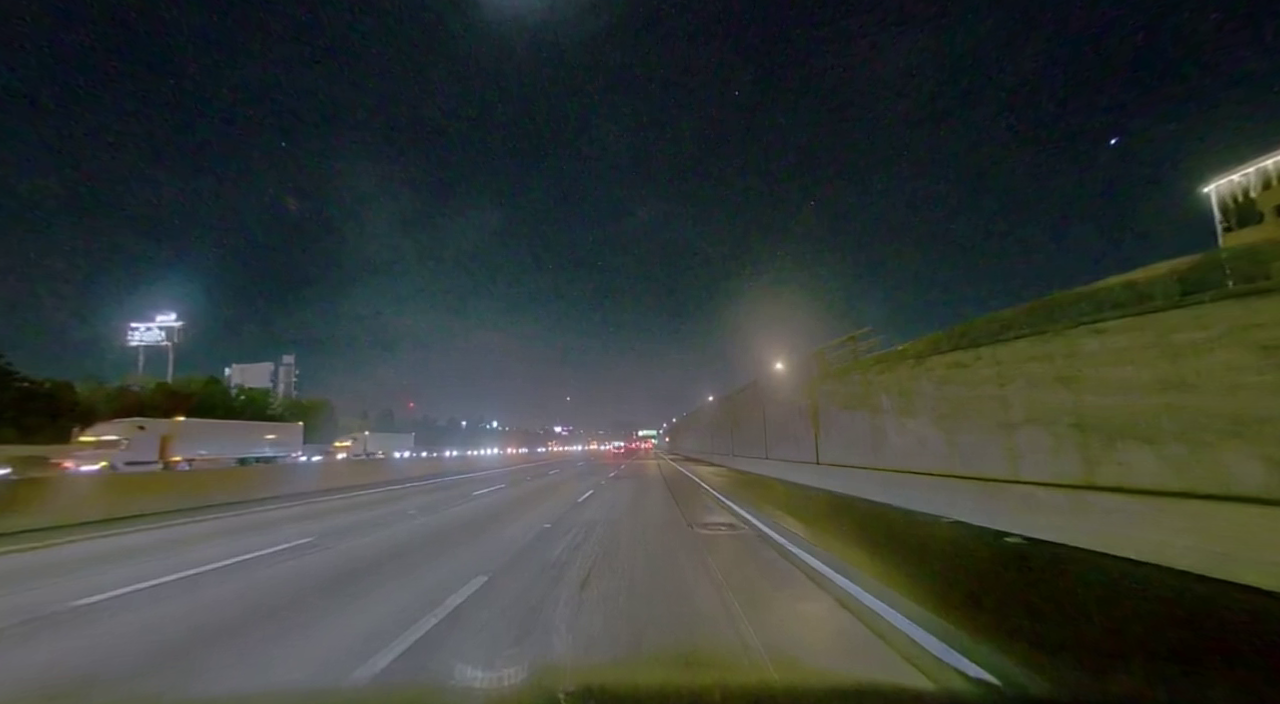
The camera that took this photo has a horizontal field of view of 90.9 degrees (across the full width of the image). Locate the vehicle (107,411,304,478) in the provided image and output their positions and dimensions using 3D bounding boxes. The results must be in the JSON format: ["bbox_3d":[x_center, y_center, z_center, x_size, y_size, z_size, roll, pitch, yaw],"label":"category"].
[{"bbox_3d":[-31.807,7.035,48.106,2.877,4.155,16.730,0,-8,1],"label":"vehicle"}]

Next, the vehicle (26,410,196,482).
[{"bbox_3d":[-31.915,5.734,38.722,2.974,3.934,8.302,0,-8,1],"label":"vehicle"}]
